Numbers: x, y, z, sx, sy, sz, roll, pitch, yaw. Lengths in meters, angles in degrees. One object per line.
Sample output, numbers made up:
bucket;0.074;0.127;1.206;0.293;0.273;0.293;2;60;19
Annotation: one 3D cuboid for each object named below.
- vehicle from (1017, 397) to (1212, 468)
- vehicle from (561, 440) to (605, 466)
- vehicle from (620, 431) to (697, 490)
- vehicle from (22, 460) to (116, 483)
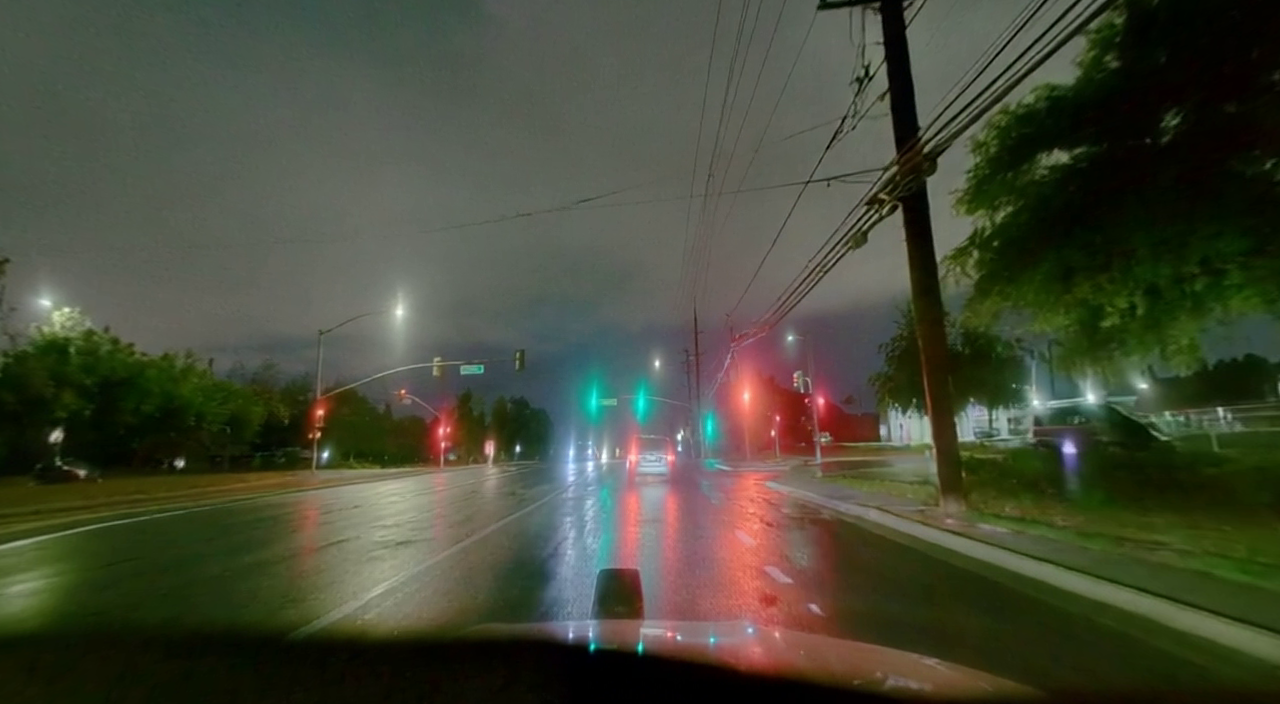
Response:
vehicle;14.442;2.561;19.803;2.225;1.922;5.243;-1;-8;3
vehicle;-3.386;6.150;38.534;2.153;1.474;4.284;0;-8;2
vehicle;0.559;3.332;19.827;2.156;1.636;3.923;0;-8;1
vehicle;-43.197;9.032;47.856;5.149;1.515;1.942;2;-10;-1
